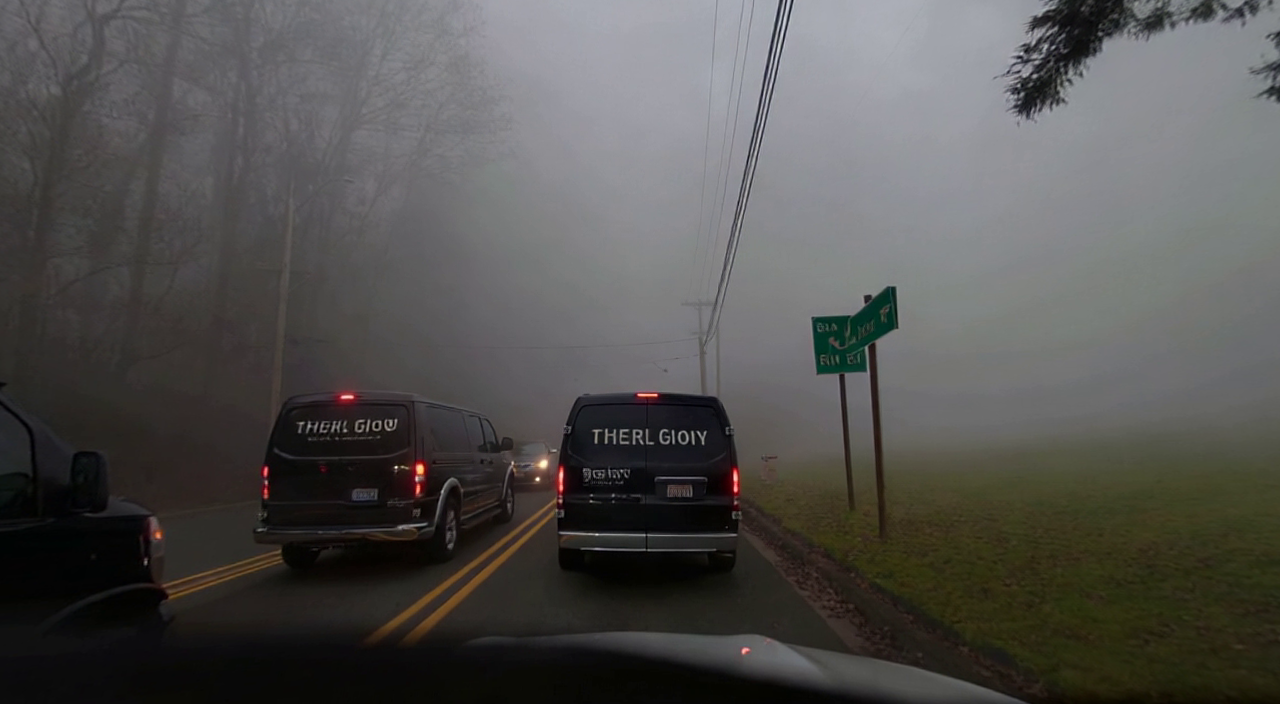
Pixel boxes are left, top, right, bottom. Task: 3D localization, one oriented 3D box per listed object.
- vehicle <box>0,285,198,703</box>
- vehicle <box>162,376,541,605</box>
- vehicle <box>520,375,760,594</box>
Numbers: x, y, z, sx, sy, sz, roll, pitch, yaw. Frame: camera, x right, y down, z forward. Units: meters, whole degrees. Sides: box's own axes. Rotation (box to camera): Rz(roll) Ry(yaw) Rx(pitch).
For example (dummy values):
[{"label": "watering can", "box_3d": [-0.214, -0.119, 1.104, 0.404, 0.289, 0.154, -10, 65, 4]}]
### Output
[{"label": "vehicle", "box_3d": [-3.118, 0.447, 0.250, 2.160, 1.796, 4.997, 0, -8, 1]}, {"label": "vehicle", "box_3d": [-2.754, 1.478, 7.609, 2.109, 1.851, 4.749, -1, -8, 3]}, {"label": "vehicle", "box_3d": [0.110, 1.466, 7.698, 2.117, 1.911, 4.095, -1, -8, 3]}]
